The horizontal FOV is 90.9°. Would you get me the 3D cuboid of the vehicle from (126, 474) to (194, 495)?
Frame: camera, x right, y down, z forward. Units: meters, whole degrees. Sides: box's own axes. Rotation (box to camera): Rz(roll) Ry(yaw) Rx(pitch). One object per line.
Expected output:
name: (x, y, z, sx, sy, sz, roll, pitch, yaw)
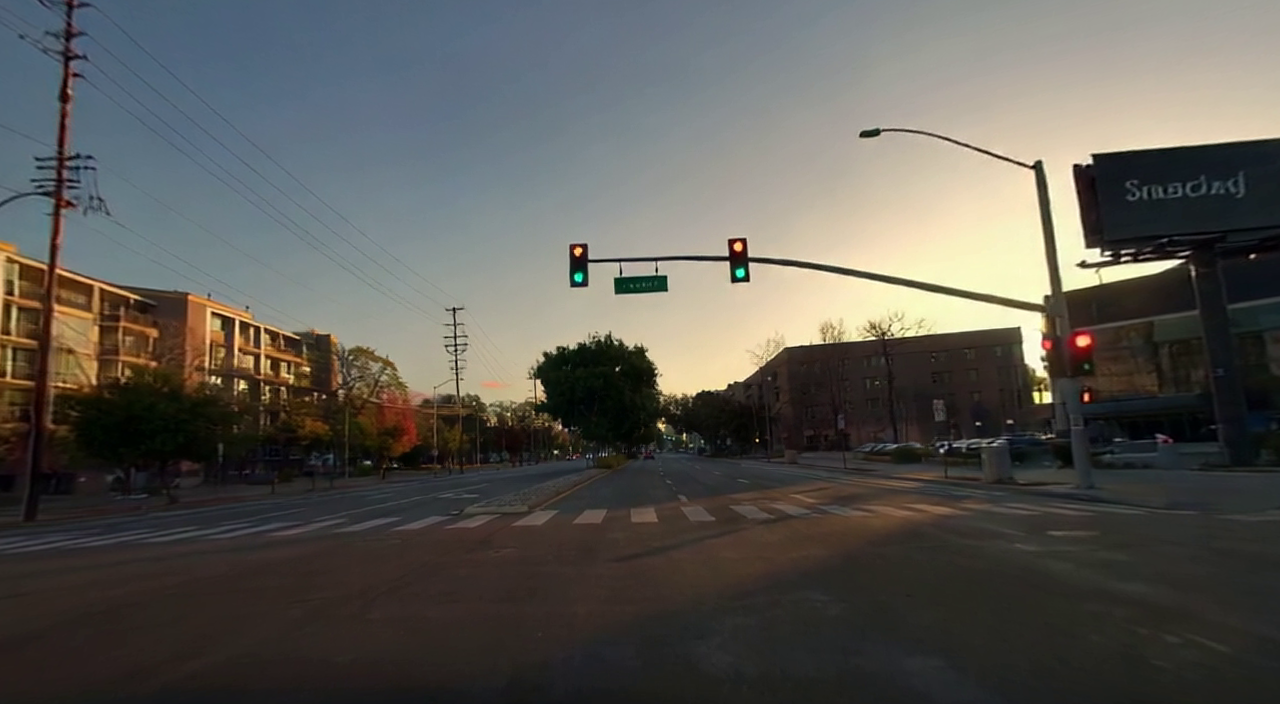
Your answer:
vehicle: (-37.419, 10.319, 49.249, 1.736, 1.399, 4.271, -1, -9, 4)
